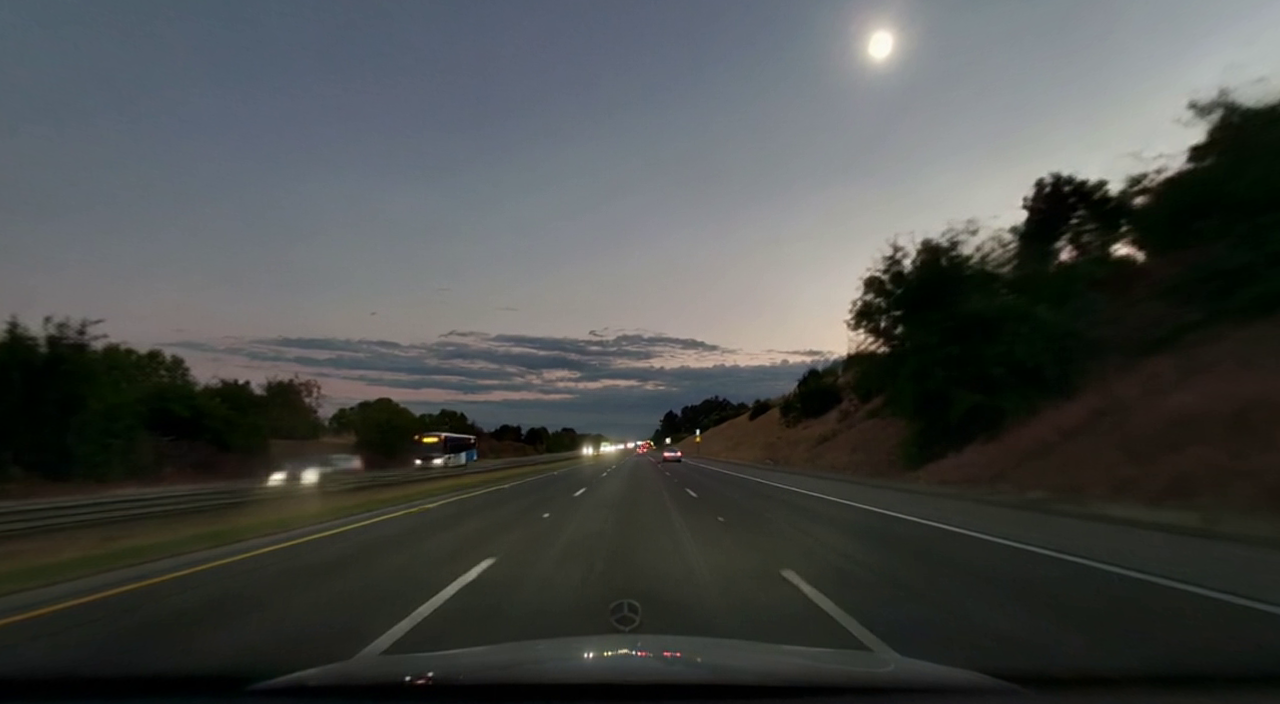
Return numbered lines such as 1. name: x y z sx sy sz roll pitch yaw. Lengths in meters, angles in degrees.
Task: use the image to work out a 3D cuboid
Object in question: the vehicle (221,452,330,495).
1. vehicle: -13.159 4.370 23.033 1.778 1.407 3.668 0 -9 0
